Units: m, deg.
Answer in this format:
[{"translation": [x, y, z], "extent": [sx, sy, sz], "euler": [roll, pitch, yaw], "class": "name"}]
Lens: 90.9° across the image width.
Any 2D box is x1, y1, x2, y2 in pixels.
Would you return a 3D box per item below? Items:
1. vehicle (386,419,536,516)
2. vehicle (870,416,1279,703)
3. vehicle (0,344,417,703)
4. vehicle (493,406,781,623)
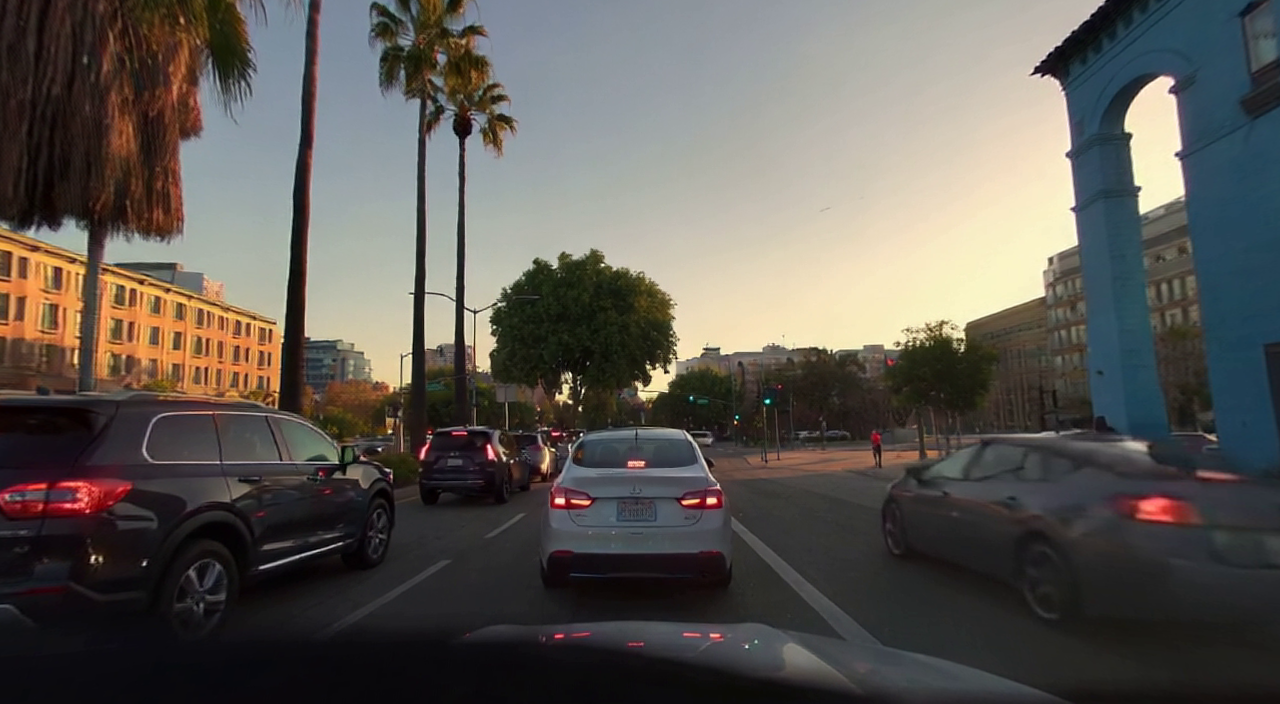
[{"translation": [-3.475, 2.318, 13.088], "extent": [1.840, 1.684, 4.041], "euler": [0, -8, 1], "class": "vehicle"}, {"translation": [3.835, 1.417, 5.468], "extent": [1.982, 1.480, 4.572], "euler": [1, -8, 0], "class": "vehicle"}, {"translation": [-3.538, 1.145, 5.075], "extent": [1.914, 1.741, 4.398], "euler": [0, -8, -1], "class": "vehicle"}, {"translation": [-0.049, 1.516, 6.857], "extent": [2.114, 1.585, 4.285], "euler": [0, -8, -1], "class": "vehicle"}]
